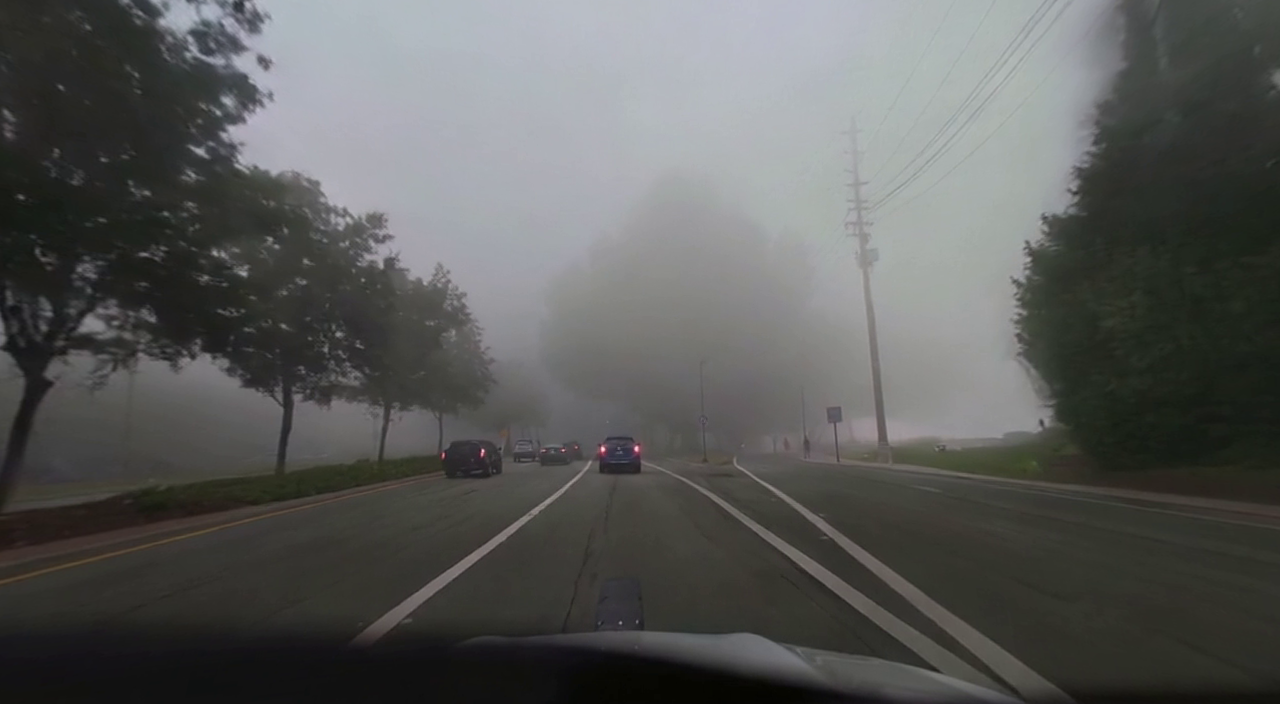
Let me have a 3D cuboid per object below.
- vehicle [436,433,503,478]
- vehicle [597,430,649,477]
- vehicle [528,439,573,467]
[{"bbox_3d":[-6.858,4.187,25.828,1.860,1.634,4.089,1,-8,-4],"label":"vehicle"},{"bbox_3d":[-0.742,4.164,26.081,2.012,1.769,3.897,1,-8,-3],"label":"vehicle"},{"bbox_3d":[-4.995,5.685,35.796,2.087,1.485,4.452,0,-8,-3],"label":"vehicle"}]
